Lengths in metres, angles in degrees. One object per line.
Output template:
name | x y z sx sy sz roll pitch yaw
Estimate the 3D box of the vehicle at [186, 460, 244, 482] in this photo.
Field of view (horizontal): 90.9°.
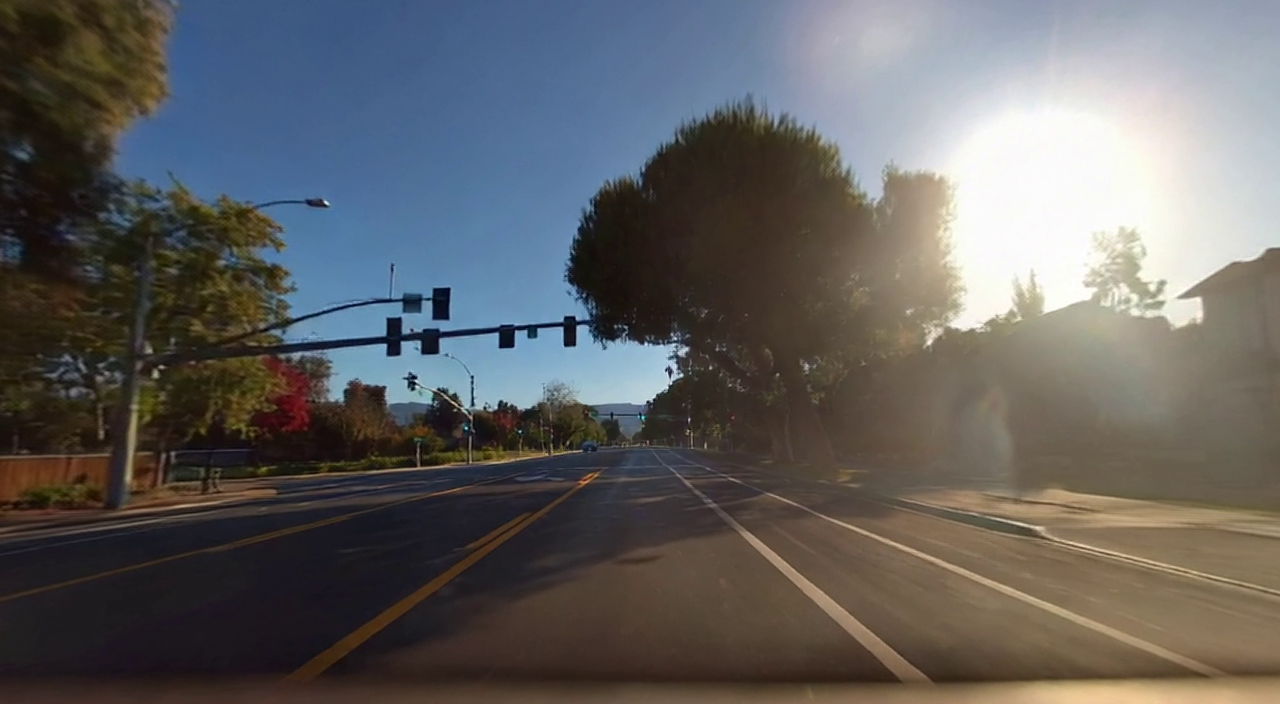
vehicle | -33.078 9.226 49.155 1.713 1.527 3.708 -1 -9 5
